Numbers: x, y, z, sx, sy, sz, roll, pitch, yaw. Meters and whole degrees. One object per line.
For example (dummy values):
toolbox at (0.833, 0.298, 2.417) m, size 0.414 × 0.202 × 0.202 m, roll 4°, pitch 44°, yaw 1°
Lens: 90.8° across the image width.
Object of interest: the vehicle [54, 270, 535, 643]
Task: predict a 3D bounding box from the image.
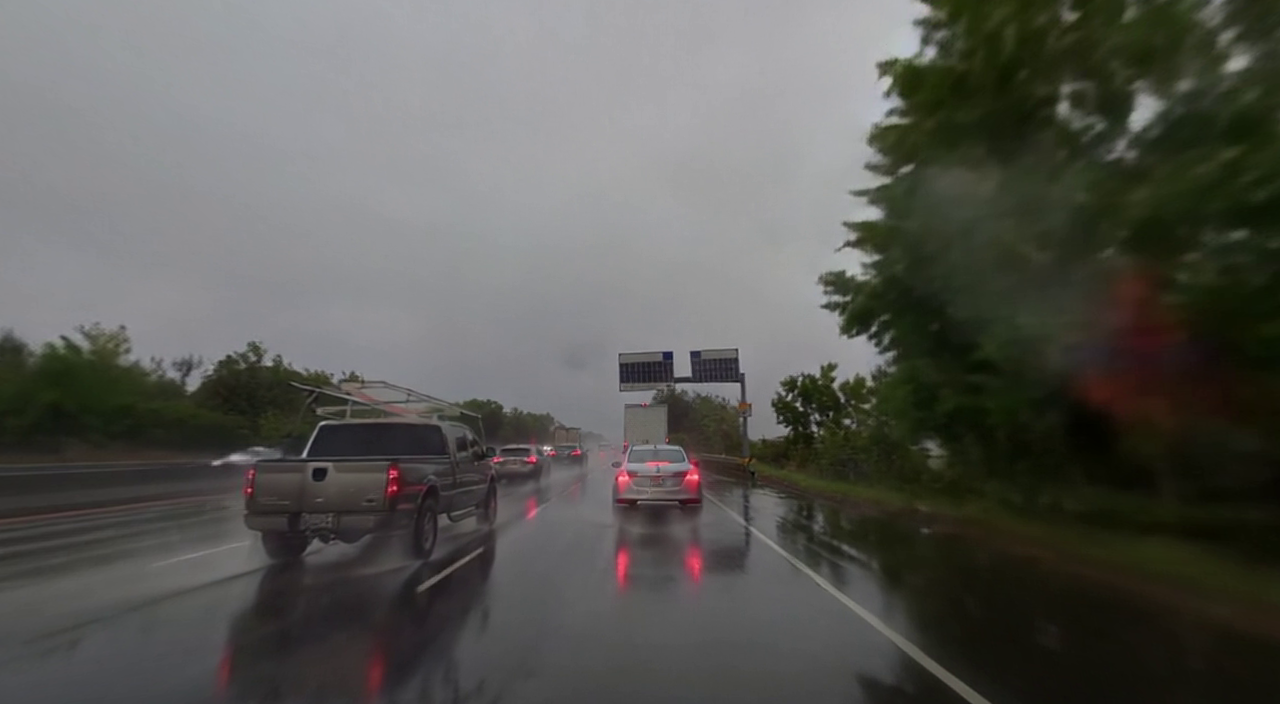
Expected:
vehicle at (-3.068, 1.236, 8.068) m, size 2.289 × 2.757 × 6.726 m, roll 0°, pitch -9°, yaw 0°

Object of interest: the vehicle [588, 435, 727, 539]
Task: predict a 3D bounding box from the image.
vehicle at (0.233, 2.277, 11.169) m, size 2.063 × 1.507 × 3.488 m, roll 0°, pitch -9°, yaw -1°
